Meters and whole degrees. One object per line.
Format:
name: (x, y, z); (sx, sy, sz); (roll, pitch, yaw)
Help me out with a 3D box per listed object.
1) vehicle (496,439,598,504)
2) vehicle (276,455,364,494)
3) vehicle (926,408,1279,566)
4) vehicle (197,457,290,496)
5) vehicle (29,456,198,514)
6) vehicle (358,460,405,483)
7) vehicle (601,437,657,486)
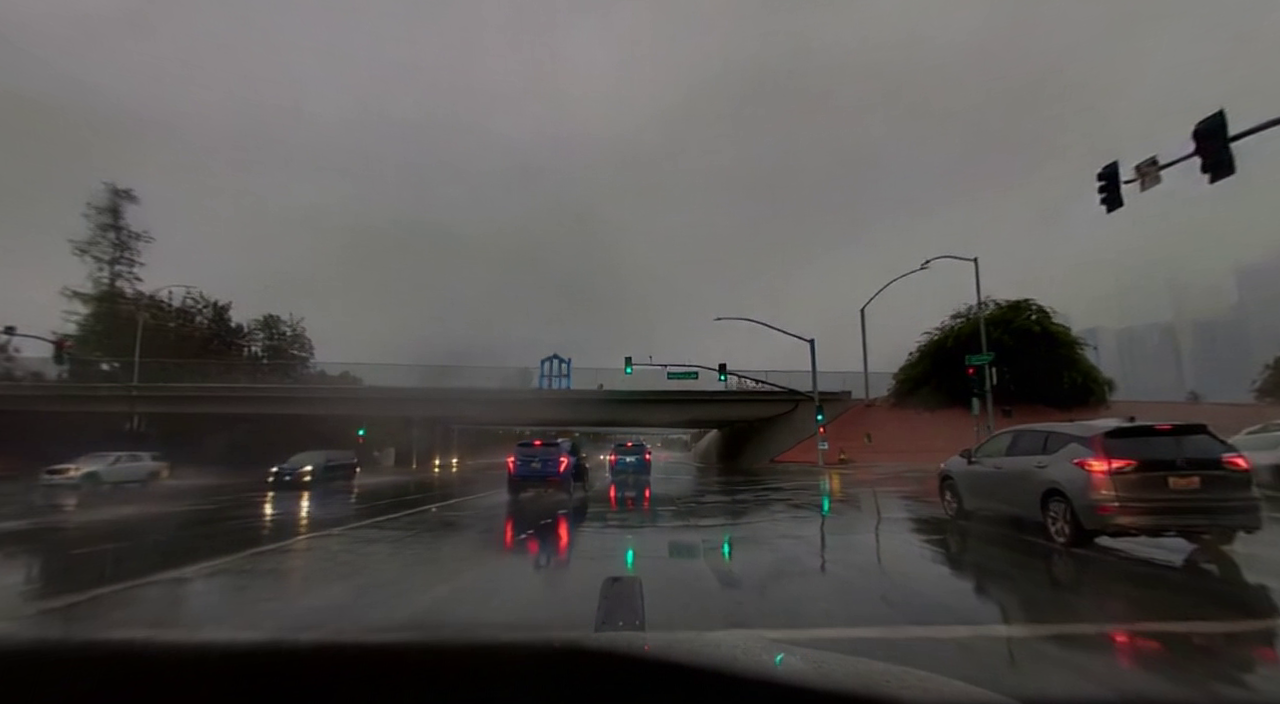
vehicle: (-2.720, 3.630, 19.716); (2.060, 1.768, 4.681); (-1, -8, 6)
vehicle: (-16.073, 6.159, 32.075); (2.007, 1.730, 4.774); (0, -8, 0)
vehicle: (6.337, 1.858, 9.436); (2.074, 1.785, 4.320); (0, -8, 0)
vehicle: (-23.357, 7.319, 37.523); (2.039, 1.965, 5.291); (0, -8, 0)
vehicle: (-19.504, 4.900, 23.800); (2.131, 1.816, 4.960); (0, -8, -1)
vehicle: (-19.858, 9.200, 48.702); (1.857, 1.534, 4.221); (0, -8, -1)
vehicle: (-0.444, 4.978, 28.982); (2.342, 2.026, 4.642); (0, -8, 0)
